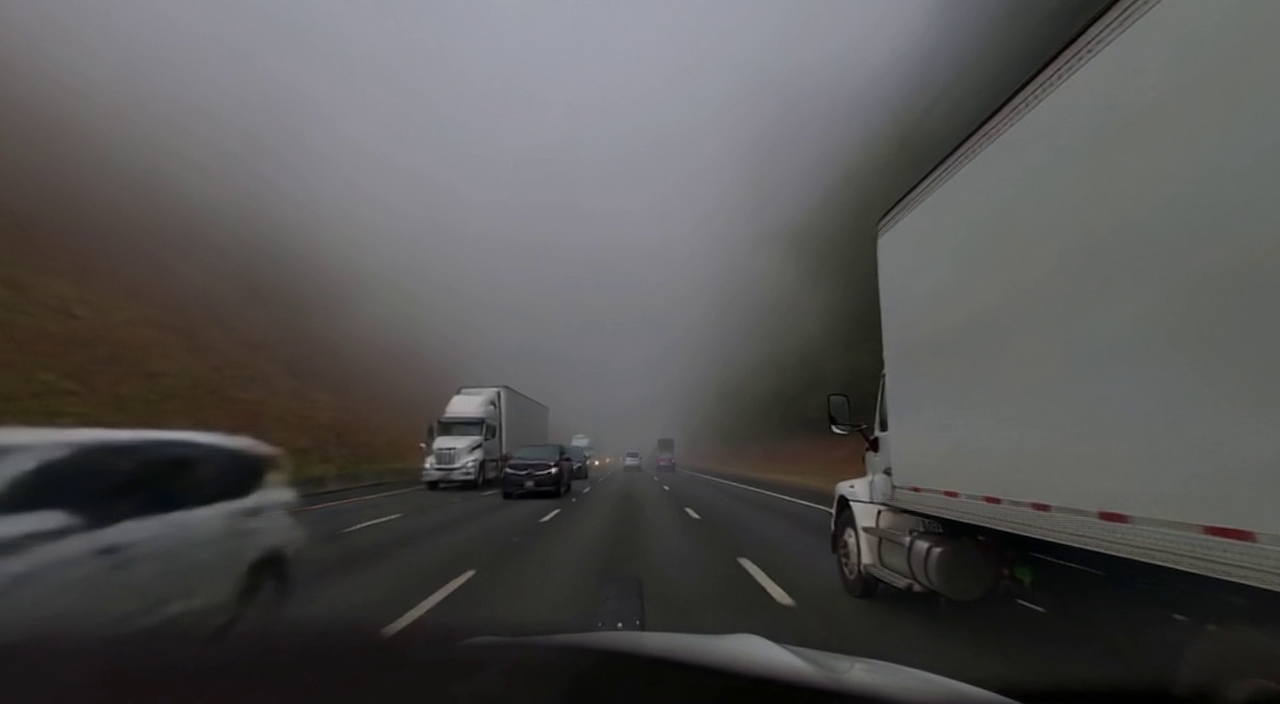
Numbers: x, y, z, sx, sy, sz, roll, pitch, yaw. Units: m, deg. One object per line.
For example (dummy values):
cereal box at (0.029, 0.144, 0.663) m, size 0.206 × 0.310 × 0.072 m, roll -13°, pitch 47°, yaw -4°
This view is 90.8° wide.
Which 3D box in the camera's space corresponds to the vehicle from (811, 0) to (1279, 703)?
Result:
vehicle at (3.137, -0.006, 2.733) m, size 2.959 × 3.973 × 5.928 m, roll 0°, pitch -9°, yaw -1°

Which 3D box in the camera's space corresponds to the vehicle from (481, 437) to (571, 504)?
vehicle at (-3.473, 3.687, 20.042) m, size 2.088 × 1.860 × 4.164 m, roll 0°, pitch -9°, yaw -1°

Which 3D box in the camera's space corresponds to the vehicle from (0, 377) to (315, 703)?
vehicle at (-3.343, 0.954, 2.631) m, size 2.005 × 1.598 × 3.684 m, roll 0°, pitch -9°, yaw -1°

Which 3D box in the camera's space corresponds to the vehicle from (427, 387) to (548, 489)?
vehicle at (-7.191, 4.550, 32.565) m, size 2.892 × 4.087 × 14.120 m, roll 0°, pitch -9°, yaw -1°
